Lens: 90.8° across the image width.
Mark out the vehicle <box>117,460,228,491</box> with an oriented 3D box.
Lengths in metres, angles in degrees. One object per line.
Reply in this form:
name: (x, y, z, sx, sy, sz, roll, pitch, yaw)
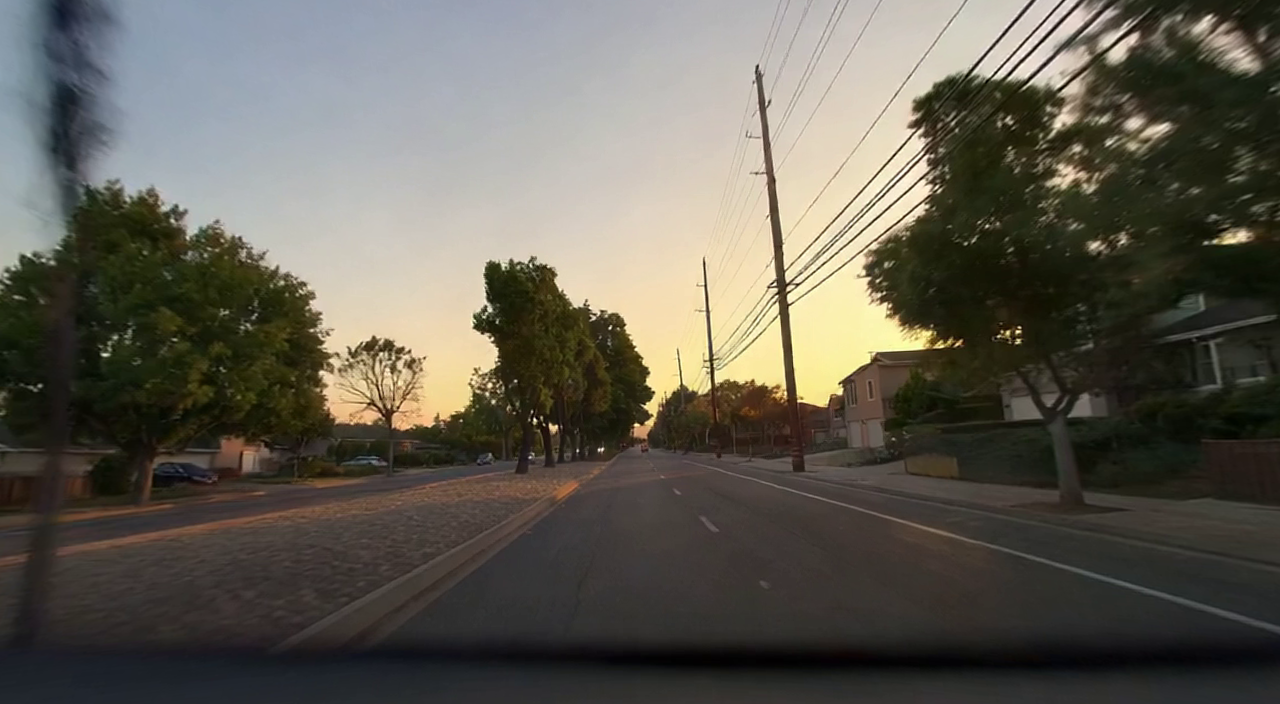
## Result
vehicle: (-26.999, 7.142, 36.567, 4.929, 1.667, 1.930, -1, -9, 2)
